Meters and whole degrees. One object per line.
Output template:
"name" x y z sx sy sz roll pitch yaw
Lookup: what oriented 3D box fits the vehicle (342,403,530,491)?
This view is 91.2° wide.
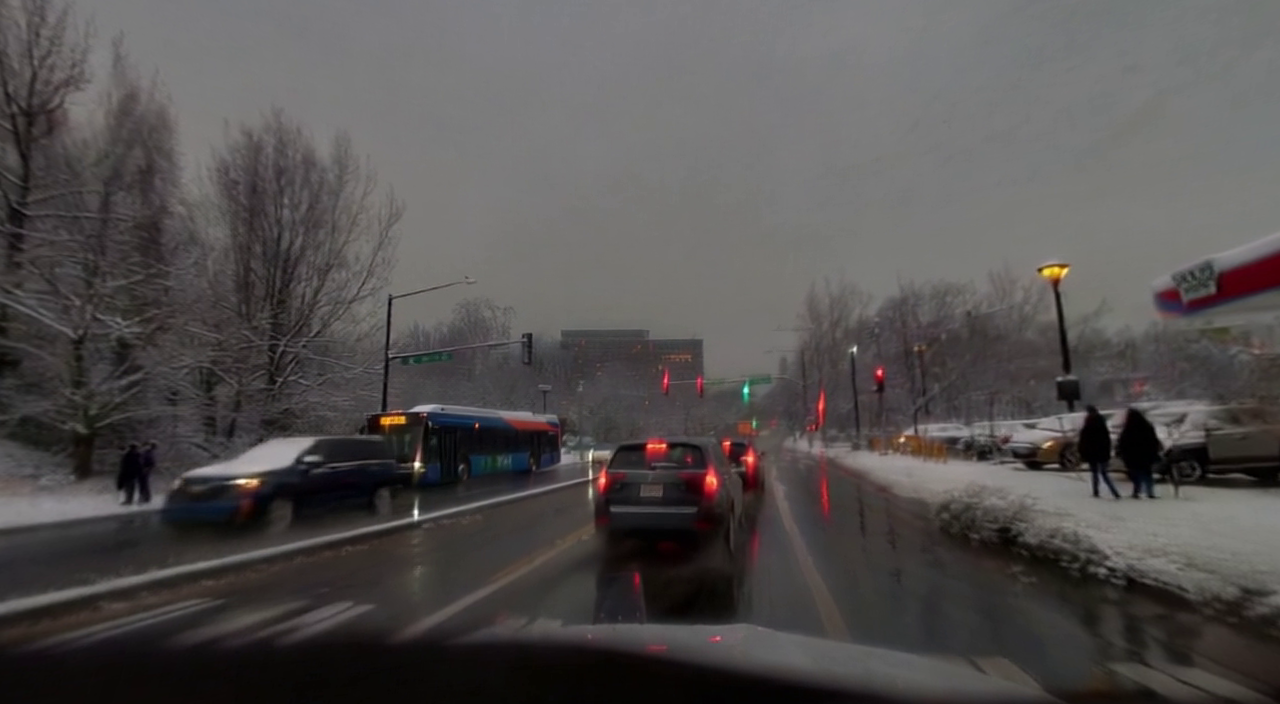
"vehicle" -8.652 4.427 29.101 3.189 3.205 11.526 -2 -9 10

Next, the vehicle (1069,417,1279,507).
"vehicle" 11.416 2.016 11.839 4.894 1.451 2.089 -5 -10 11

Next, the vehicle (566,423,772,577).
"vehicle" 0.668 1.809 8.463 2.092 1.507 4.078 -2 -9 12

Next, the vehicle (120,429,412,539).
"vehicle" -7.075 2.538 12.823 2.147 1.741 5.239 -2 -9 10
